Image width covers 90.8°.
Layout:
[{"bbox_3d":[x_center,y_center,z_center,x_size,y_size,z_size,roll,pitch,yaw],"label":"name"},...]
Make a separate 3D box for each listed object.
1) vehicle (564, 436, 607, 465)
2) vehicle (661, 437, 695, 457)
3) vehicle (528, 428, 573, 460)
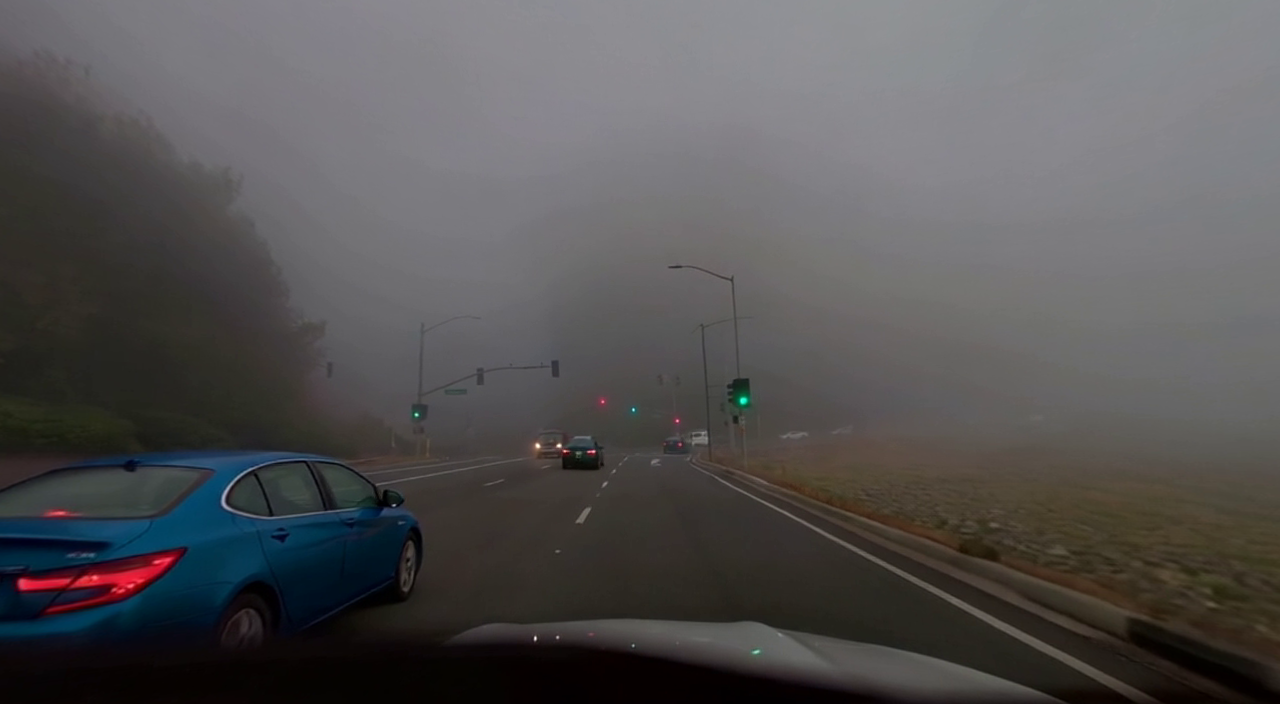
[{"bbox_3d":[-2.996,5.533,35.495,1.979,1.492,3.930,0,-9,1],"label":"vehicle"},{"bbox_3d":[2.908,7.229,47.968,1.945,1.410,4.284,-2,-9,12],"label":"vehicle"},{"bbox_3d":[-6.104,6.389,43.685,2.390,2.020,5.085,0,-9,0],"label":"vehicle"}]
